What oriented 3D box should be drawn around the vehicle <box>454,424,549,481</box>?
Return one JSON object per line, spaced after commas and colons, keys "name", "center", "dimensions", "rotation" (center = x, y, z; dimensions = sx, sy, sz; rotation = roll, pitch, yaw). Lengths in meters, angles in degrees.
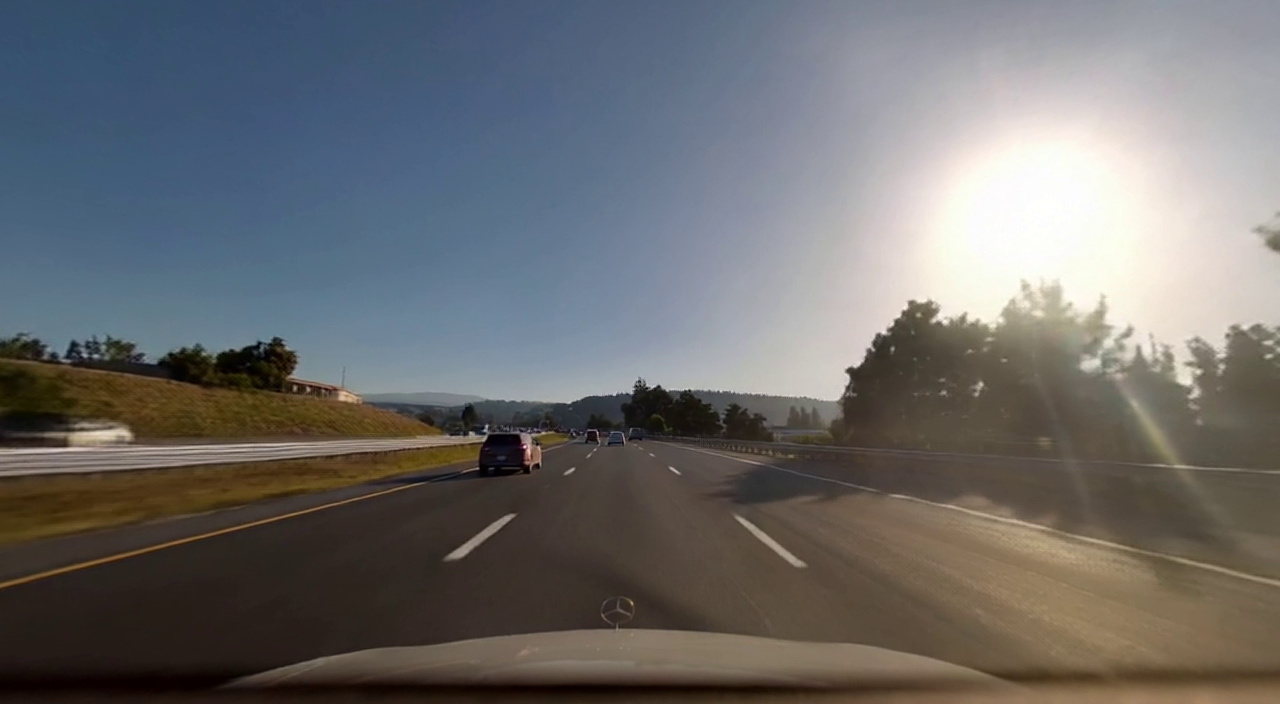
{"name": "vehicle", "center": [-4.197, 3.114, 19.851], "dimensions": [2.062, 1.591, 4.156], "rotation": [0, -8, 0]}
